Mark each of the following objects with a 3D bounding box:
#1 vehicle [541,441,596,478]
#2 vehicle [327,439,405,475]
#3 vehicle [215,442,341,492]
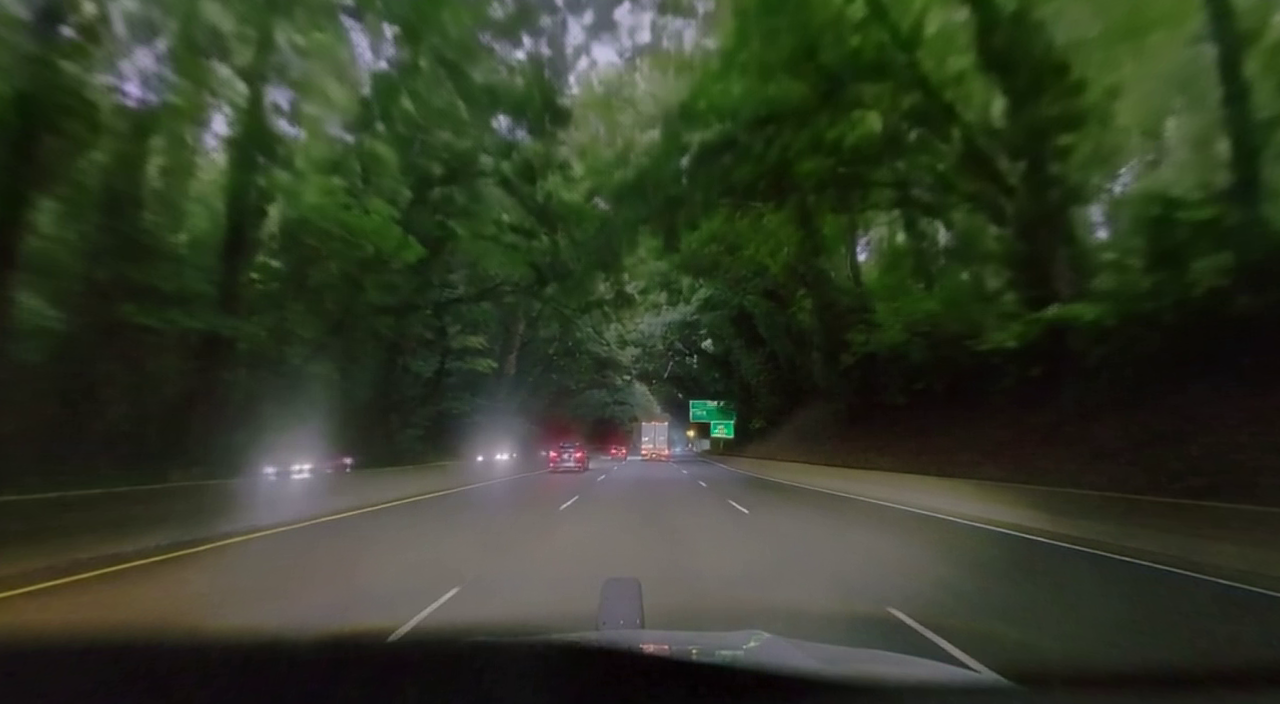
[{"bbox_3d":[-3.329,5.118,30.200,2.057,1.618,4.212,0,-9,1],"label":"vehicle"},{"bbox_3d":[-16.120,6.208,37.497,2.092,1.982,5.339,0,-9,1],"label":"vehicle"},{"bbox_3d":[-12.609,4.021,22.345,1.926,1.566,4.142,0,-9,1],"label":"vehicle"}]
